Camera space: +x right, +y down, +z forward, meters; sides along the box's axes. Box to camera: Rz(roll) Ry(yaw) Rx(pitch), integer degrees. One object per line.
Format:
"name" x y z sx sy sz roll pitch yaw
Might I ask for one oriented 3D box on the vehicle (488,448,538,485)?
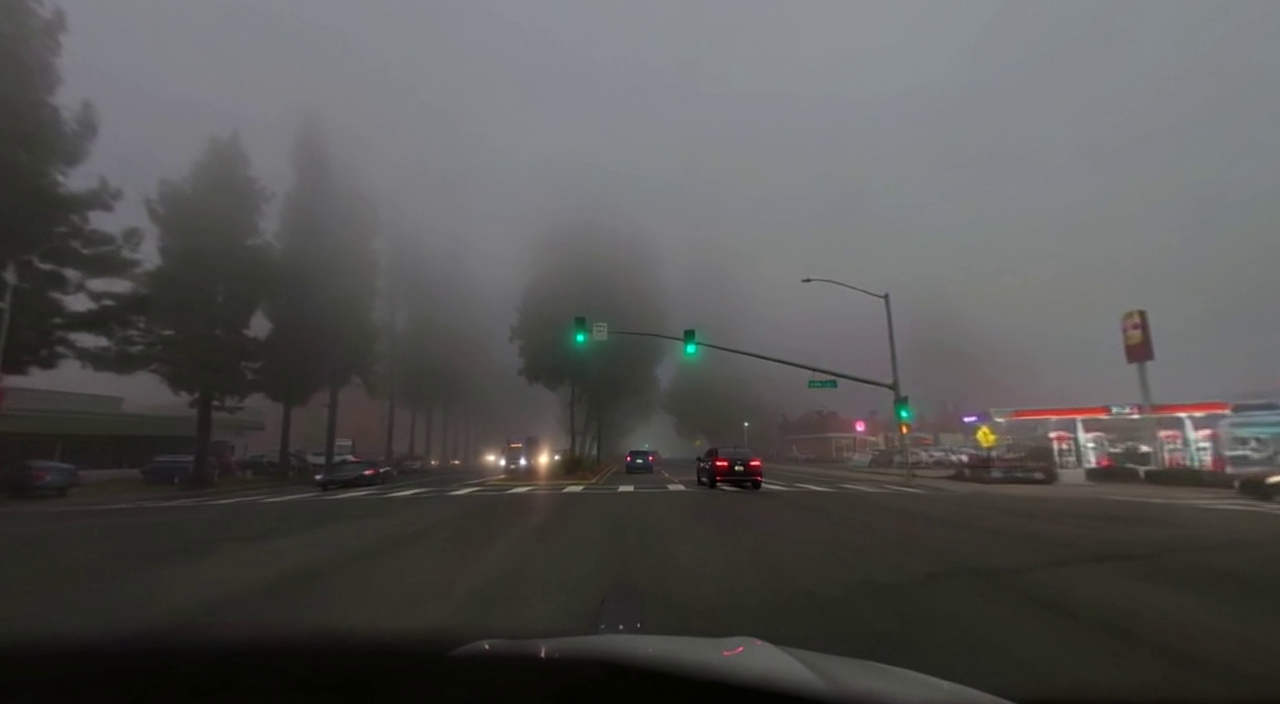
"vehicle" -5.691 5.141 28.770 1.972 1.466 4.493 2 -8 -8

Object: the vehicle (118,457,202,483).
"vehicle" -28.622 7.017 37.737 3.640 1.462 1.660 -1 -9 1

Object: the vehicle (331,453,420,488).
"vehicle" -12.691 5.704 30.767 2.186 1.532 5.087 0 -9 -1

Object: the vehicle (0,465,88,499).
"vehicle" -28.788 5.995 29.316 4.323 1.445 2.002 1 -9 -2

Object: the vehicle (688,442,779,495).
"vehicle" 2.860 3.695 20.427 2.061 1.487 4.462 0 -9 -2

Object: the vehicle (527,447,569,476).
"vehicle" -5.429 6.497 37.770 1.953 1.526 4.349 0 -8 -2

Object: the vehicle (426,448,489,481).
"vehicle" -9.274 5.764 32.535 2.165 1.557 4.515 0 -9 -4

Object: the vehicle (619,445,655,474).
"vehicle" -0.238 6.424 37.944 2.029 1.605 3.827 0 -9 -2

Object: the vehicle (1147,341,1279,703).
"vehicle" 3.458 0.491 0.375 2.117 1.689 5.113 0 -9 1

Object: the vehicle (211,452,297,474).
"vehicle" -29.706 8.555 48.678 5.442 1.645 1.919 -1 -9 4

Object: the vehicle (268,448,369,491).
"vehicle" -15.927 5.794 31.736 2.191 1.926 5.787 0 -9 -2
